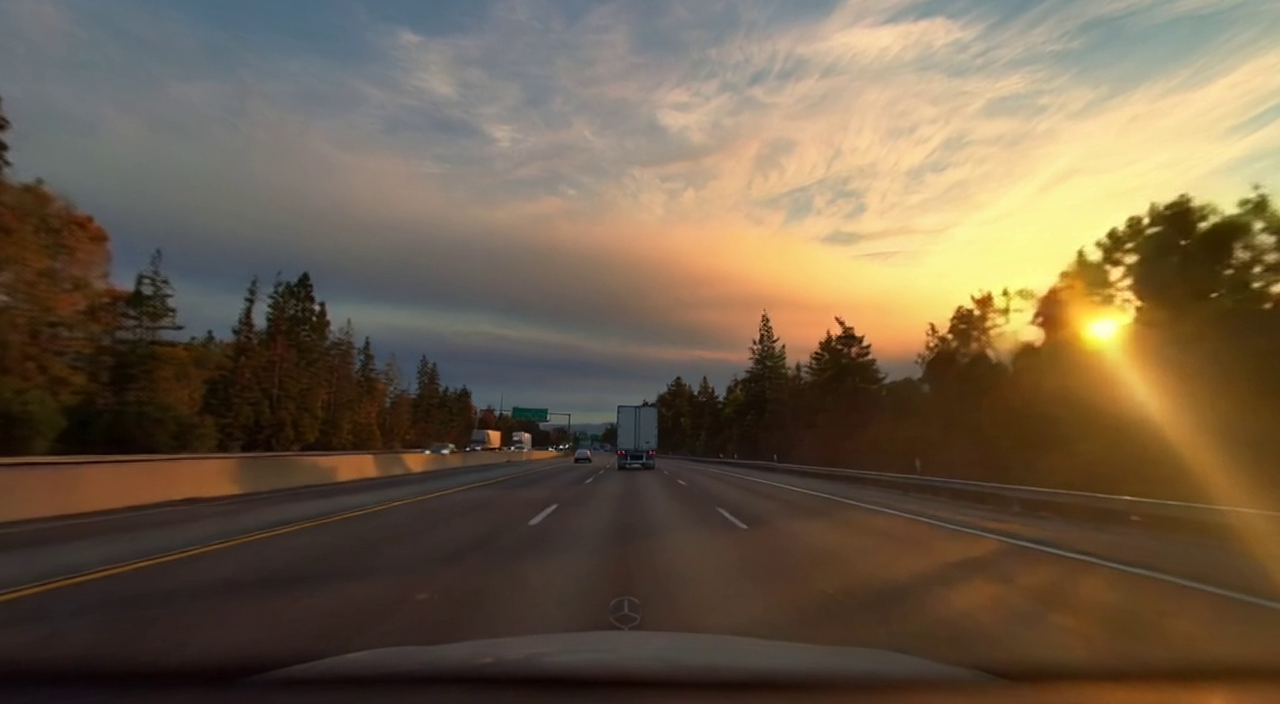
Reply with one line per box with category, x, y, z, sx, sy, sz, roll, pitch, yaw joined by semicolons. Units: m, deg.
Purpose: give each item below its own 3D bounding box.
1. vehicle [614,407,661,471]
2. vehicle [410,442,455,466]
vehicle;-0.304;6.308;44.994;2.962;3.953;10.696;0;-9;-1
vehicle;-13.773;6.808;42.009;1.770;1.469;3.967;0;-9;-2
